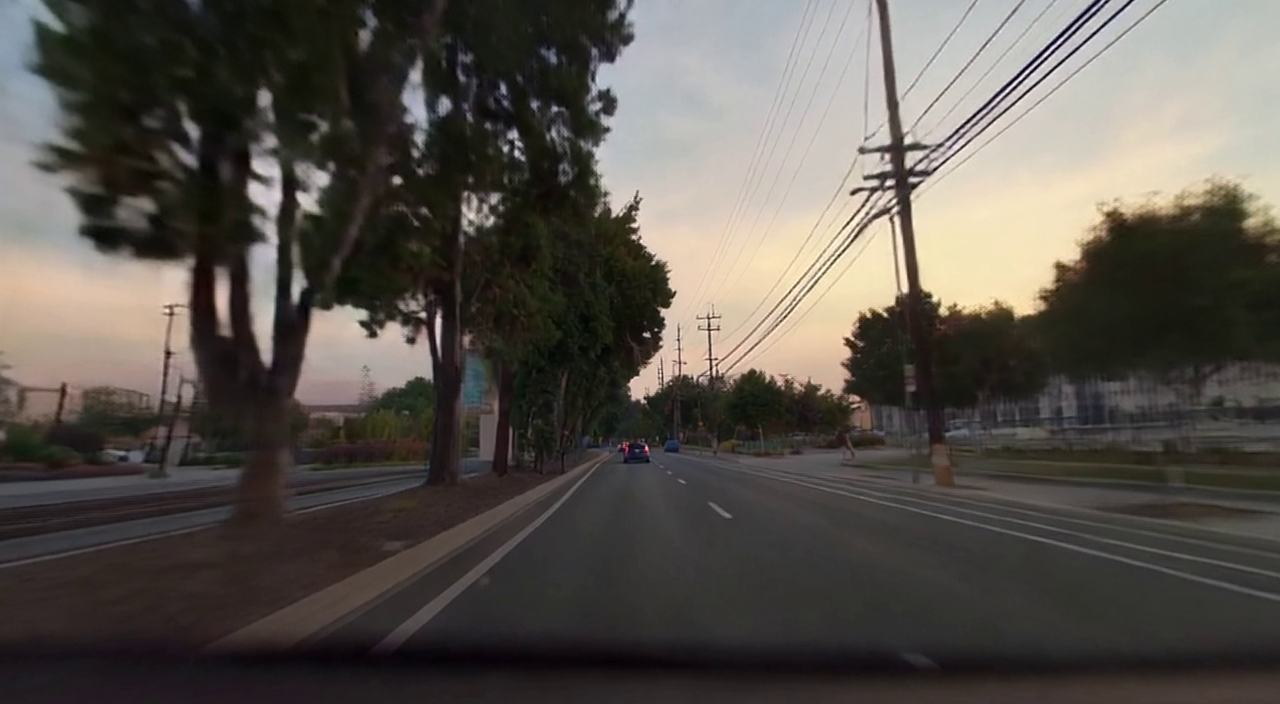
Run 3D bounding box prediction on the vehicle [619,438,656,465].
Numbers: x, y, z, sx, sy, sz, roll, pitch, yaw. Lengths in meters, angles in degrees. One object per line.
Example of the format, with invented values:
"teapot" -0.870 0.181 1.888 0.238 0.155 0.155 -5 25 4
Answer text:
"vehicle" -0.193 5.979 38.011 2.109 1.501 4.042 0 -8 -1
